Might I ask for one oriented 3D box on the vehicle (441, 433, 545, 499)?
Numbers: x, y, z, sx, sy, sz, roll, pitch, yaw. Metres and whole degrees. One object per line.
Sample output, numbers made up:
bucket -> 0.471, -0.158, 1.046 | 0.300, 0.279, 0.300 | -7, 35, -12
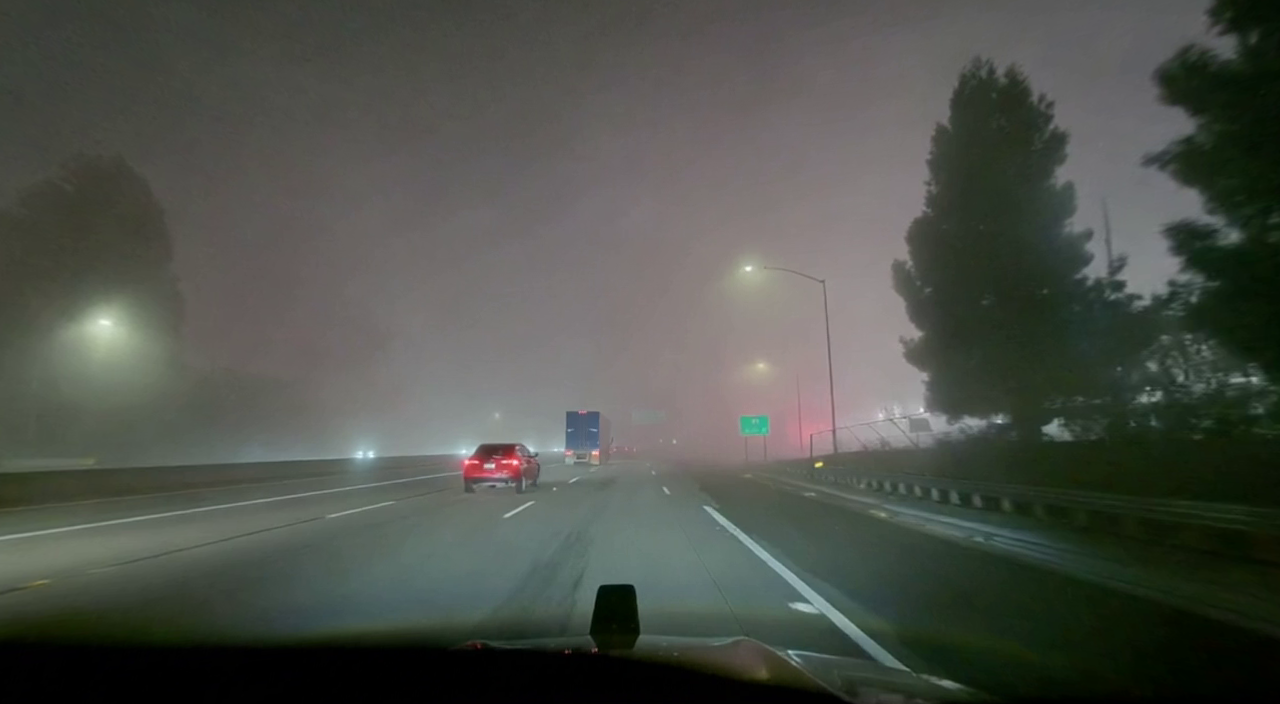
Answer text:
vehicle -> -4.101, 3.250, 18.378 | 2.033, 1.669, 4.112 | 0, -9, 0
